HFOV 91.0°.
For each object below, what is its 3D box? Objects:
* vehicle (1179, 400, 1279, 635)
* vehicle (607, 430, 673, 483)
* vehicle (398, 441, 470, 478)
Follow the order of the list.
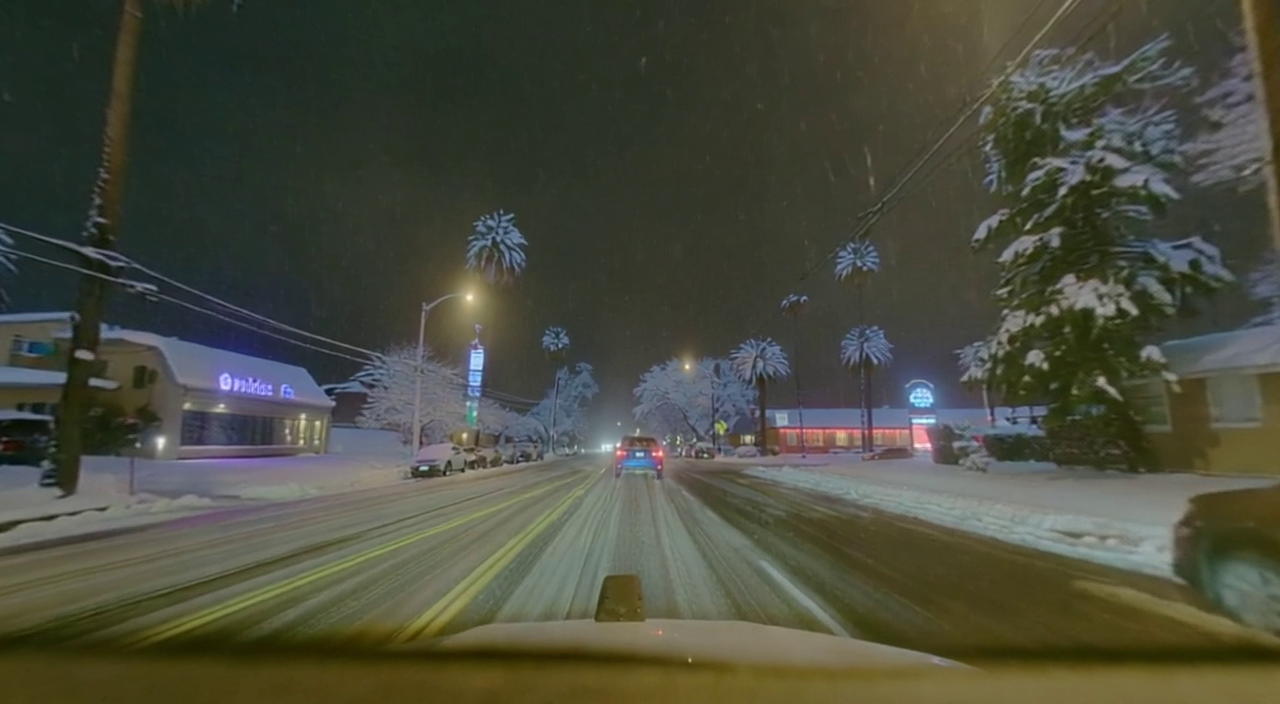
[{"bbox_3d":[6.072,1.018,3.112,2.153,1.801,5.163,0,-9,-1],"label":"vehicle"},{"bbox_3d":[-0.068,3.941,23.908,2.264,1.798,4.563,0,-9,-1],"label":"vehicle"},{"bbox_3d":[-10.270,5.387,31.829,2.075,1.693,4.696,0,-9,-1],"label":"vehicle"}]
